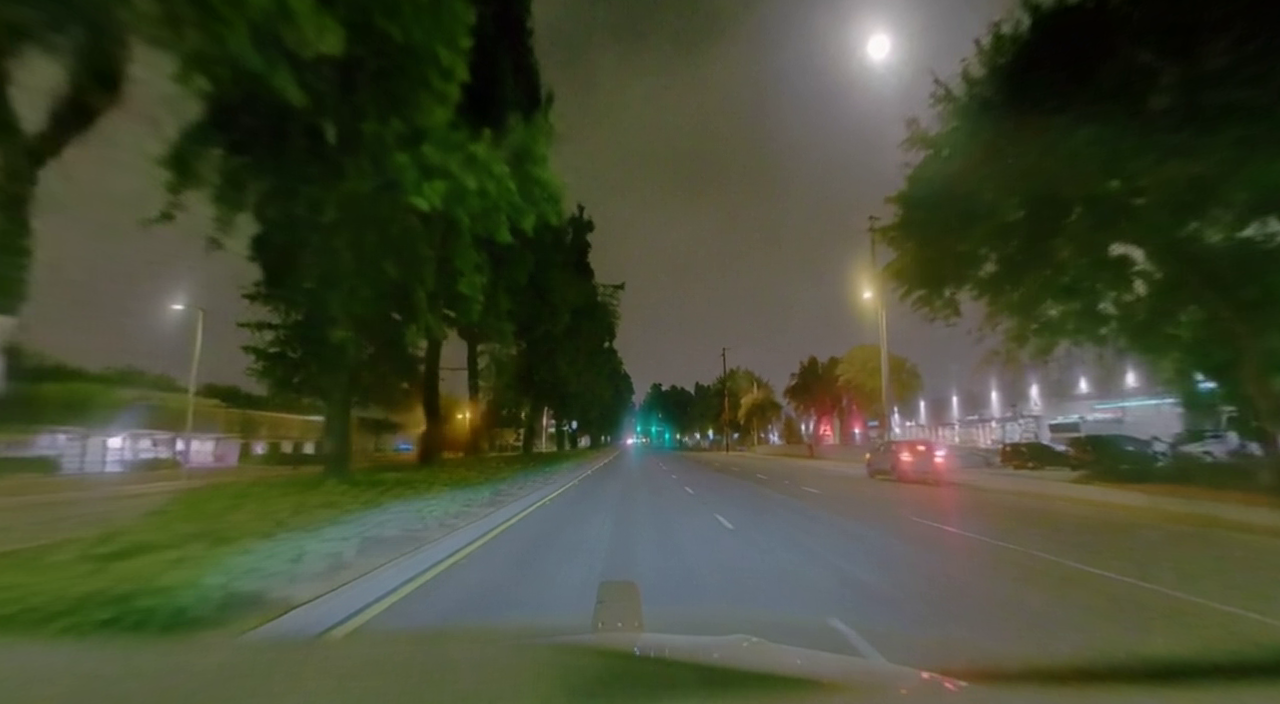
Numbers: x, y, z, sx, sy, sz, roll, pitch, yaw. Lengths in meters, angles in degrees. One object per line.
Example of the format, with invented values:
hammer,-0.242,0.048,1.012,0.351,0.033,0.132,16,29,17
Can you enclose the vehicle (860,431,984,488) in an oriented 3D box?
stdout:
vehicle,9.694,3.729,22.212,2.159,1.767,4.617,0,-8,0

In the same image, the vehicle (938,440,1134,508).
vehicle,9.854,3.038,16.327,1.885,1.461,4.751,0,-8,-2
